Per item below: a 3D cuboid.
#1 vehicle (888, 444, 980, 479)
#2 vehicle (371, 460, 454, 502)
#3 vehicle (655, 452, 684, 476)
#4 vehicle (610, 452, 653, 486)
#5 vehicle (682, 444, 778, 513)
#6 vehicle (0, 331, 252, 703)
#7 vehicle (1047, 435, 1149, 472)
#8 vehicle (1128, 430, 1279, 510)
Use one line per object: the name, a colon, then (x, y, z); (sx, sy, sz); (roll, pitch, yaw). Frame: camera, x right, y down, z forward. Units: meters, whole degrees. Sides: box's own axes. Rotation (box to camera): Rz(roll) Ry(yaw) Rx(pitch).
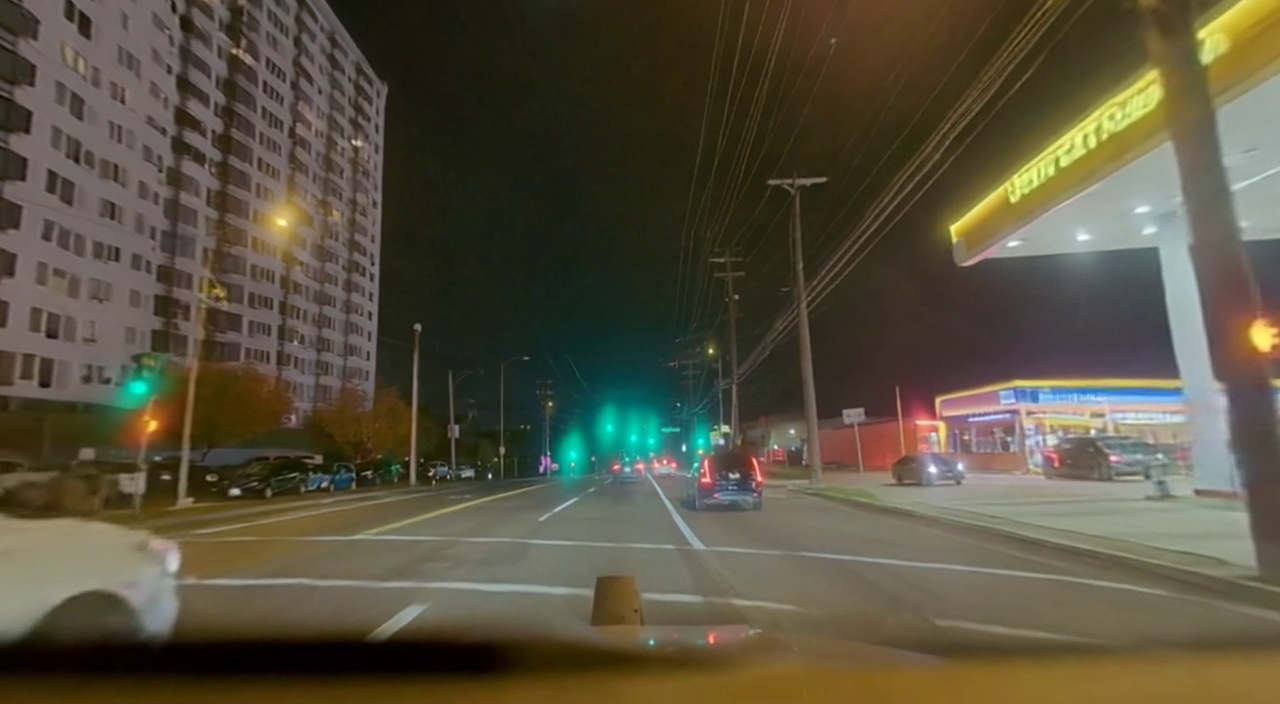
vehicle: (13.587, 5.053, 29.571); (1.846, 1.480, 4.649); (0, -8, -3)
vehicle: (-9.536, 5.406, 26.899); (1.859, 1.451, 4.447); (-1, -8, 1)
vehicle: (2.262, 8.599, 48.751); (1.953, 1.687, 4.094); (-1, -8, -1)
vehicle: (-0.421, 5.811, 31.570); (1.999, 1.487, 3.939); (-1, -8, 0)
vehicle: (2.395, 3.458, 17.890); (1.945, 1.647, 4.160); (0, -8, -2)
vehicle: (-3.210, 0.668, 1.107); (2.221, 1.706, 4.451); (-1, -8, 0)
vehicle: (21.109, 4.666, 29.347); (1.856, 1.530, 3.933); (-1, -8, 2)
vehicle: (15.316, 2.744, 15.031); (5.302, 1.633, 2.206); (-5, -6, 19)
